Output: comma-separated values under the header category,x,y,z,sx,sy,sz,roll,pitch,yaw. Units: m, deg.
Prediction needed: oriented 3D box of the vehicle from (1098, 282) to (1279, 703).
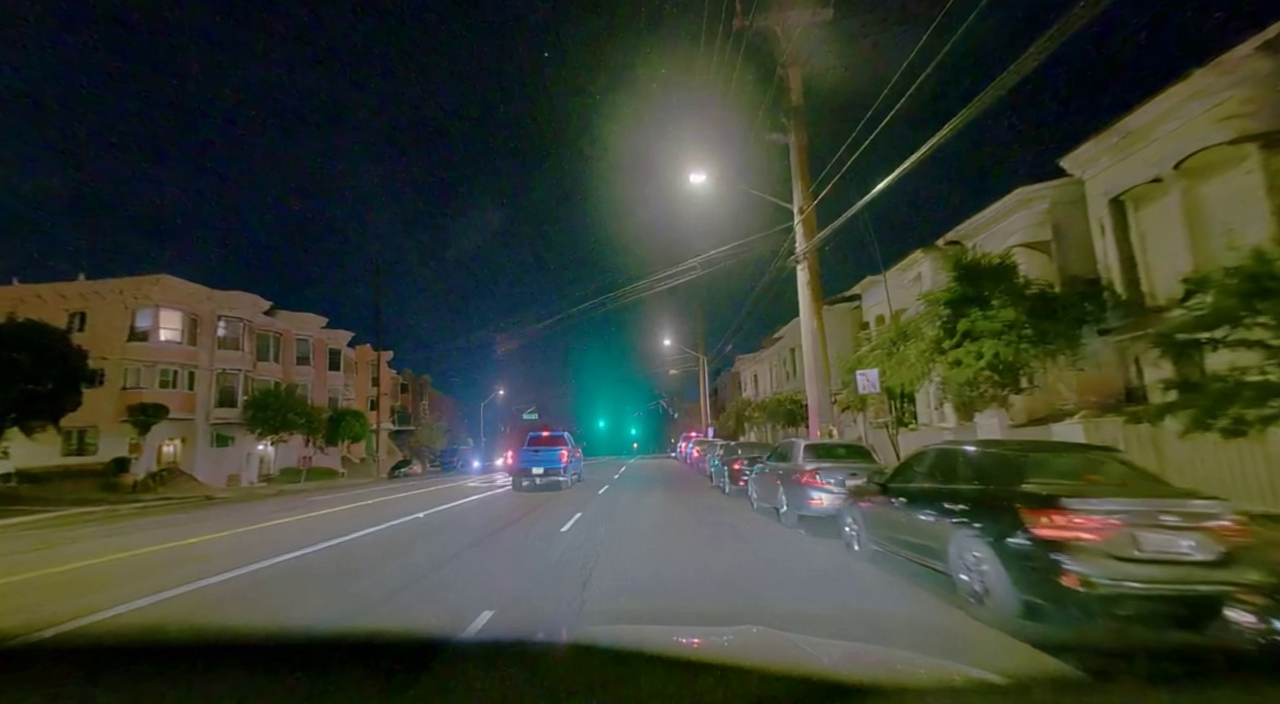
category,x,y,z,sx,sy,sz,roll,pitch,yaw
vehicle,2.851,0.431,0.232,2.029,1.727,4.384,0,-9,0

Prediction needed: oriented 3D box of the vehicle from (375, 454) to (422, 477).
category,x,y,z,sx,sy,sz,roll,pitch,yaw
vehicle,-18.573,8.745,48.696,1.908,1.614,4.092,-1,-9,2

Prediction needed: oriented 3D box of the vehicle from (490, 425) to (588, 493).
category,x,y,z,sx,sy,sz,roll,pitch,yaw
vehicle,-3.074,3.418,20.524,2.242,1.890,5.306,0,-9,1

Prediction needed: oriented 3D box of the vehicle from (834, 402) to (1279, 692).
category,x,y,z,sx,sy,sz,roll,pitch,yaw
vehicle,3.354,1.367,5.660,1.921,1.520,4.526,-1,-9,2
